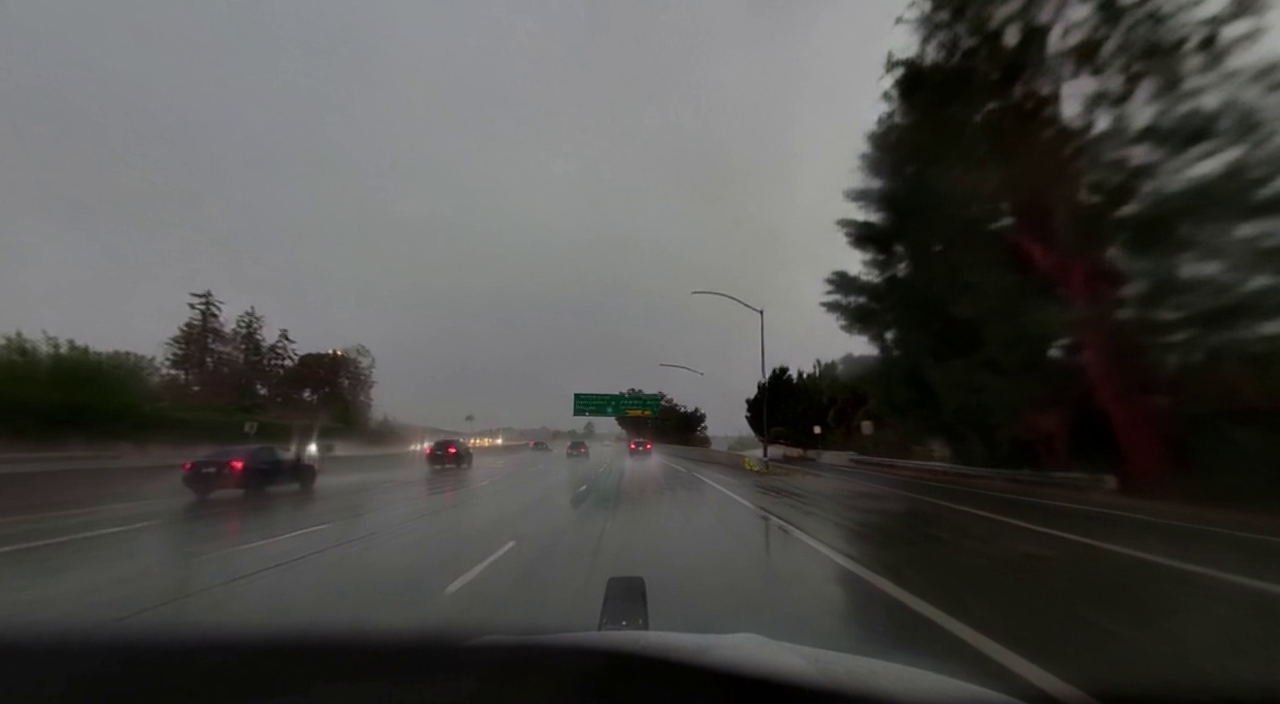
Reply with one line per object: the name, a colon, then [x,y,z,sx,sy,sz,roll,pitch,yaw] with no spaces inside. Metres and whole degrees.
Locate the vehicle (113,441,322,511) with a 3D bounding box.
vehicle: [-10.286,3.015,16.001,1.935,1.474,5.033,0,-8,-2]

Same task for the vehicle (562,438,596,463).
vehicle: [-4.150,6.779,43.585,1.991,1.610,4.606,0,-8,-1]

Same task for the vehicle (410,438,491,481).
vehicle: [-7.642,4.365,25.895,2.086,1.628,4.039,0,-8,0]

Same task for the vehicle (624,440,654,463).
vehicle: [-0.093,6.548,41.623,1.881,1.460,3.694,0,-8,-2]
